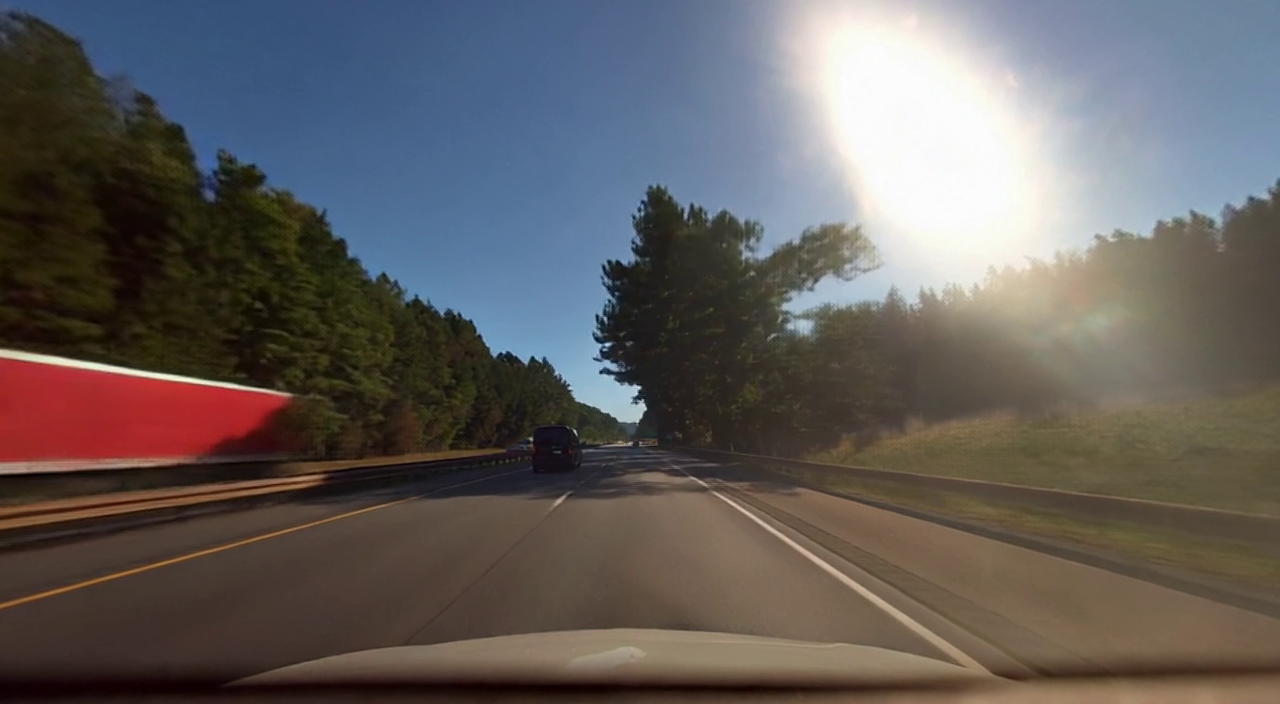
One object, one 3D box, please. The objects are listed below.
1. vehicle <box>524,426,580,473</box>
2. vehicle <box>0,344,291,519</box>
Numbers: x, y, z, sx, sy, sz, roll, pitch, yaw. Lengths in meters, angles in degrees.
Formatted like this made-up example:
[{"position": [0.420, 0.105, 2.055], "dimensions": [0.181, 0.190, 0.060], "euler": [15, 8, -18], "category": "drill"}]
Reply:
[{"position": [-4.103, 4.622, 30.139], "dimensions": [1.976, 2.029, 4.737], "euler": [-1, -8, 0], "category": "vehicle"}, {"position": [-16.774, 2.475, 18.947], "dimensions": [3.310, 4.067, 16.585], "euler": [0, -8, -1], "category": "vehicle"}]
